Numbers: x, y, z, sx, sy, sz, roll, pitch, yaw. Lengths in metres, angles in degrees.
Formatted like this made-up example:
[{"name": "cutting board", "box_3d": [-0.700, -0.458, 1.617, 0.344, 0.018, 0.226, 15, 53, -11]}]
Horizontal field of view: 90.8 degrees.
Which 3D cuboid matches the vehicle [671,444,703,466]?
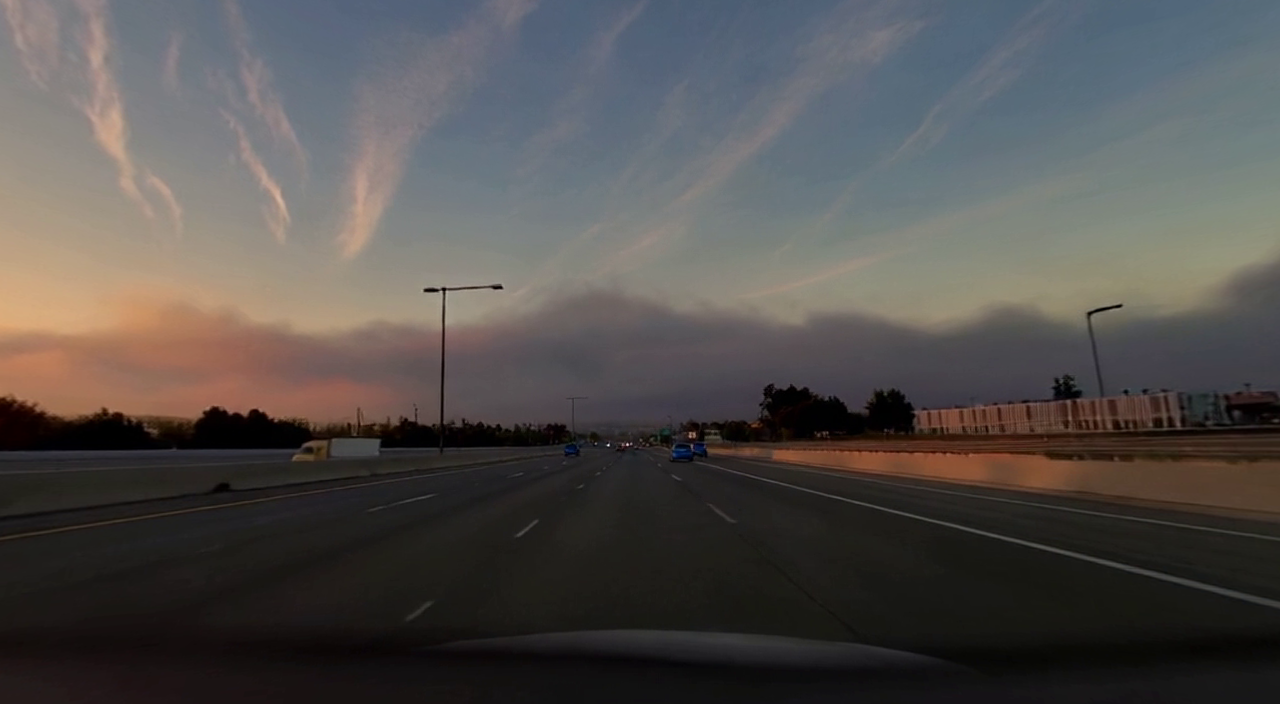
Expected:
[{"name": "vehicle", "box_3d": [3.395, 7.493, 46.285, 2.000, 1.533, 3.770, 0, -8, -1]}]
